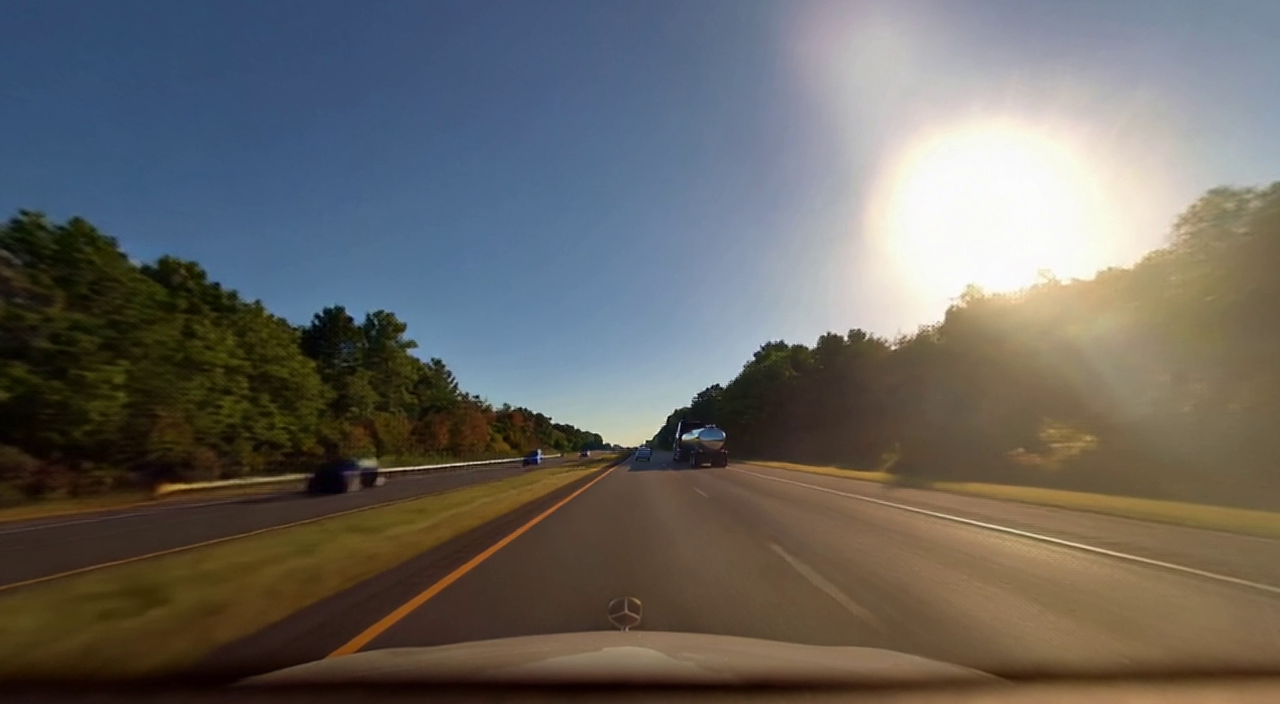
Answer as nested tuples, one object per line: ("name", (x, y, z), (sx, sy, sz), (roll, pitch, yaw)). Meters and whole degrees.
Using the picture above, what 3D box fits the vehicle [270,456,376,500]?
("vehicle", (-12.215, 4.855, 24.603), (2.096, 1.487, 3.831), (0, -9, 0))

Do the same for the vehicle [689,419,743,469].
("vehicle", (5.003, 6.288, 42.844), (2.718, 3.034, 7.395), (0, -9, 0))

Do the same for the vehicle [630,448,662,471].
("vehicle", (0.371, 6.721, 39.631), (1.926, 1.386, 3.615), (0, -9, 0))
